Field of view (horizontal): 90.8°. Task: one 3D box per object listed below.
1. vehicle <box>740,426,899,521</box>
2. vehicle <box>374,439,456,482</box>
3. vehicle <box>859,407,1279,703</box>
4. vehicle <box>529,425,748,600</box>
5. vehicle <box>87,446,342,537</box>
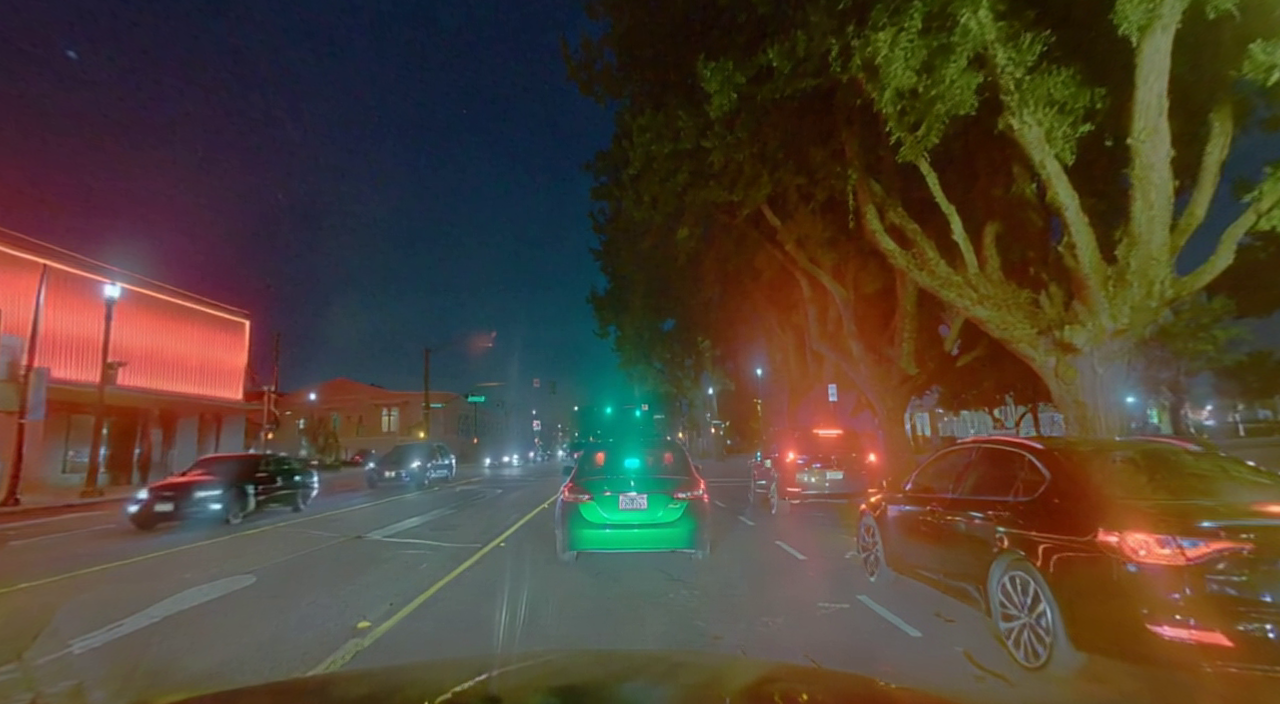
[{"bbox_3d":[3.531,2.484,13.417,2.025,1.660,4.263,0,-9,-1],"label":"vehicle"},{"bbox_3d":[-10.266,4.968,29.262,2.060,1.792,5.170,0,-9,-2],"label":"vehicle"},{"bbox_3d":[3.302,1.257,4.483,1.988,1.480,4.195,0,-9,0],"label":"vehicle"},{"bbox_3d":[-0.022,1.655,7.301,1.887,1.487,3.535,0,-9,0],"label":"vehicle"},{"bbox_3d":[-8.020,2.623,12.555,2.169,1.477,4.168,0,-9,0],"label":"vehicle"}]
